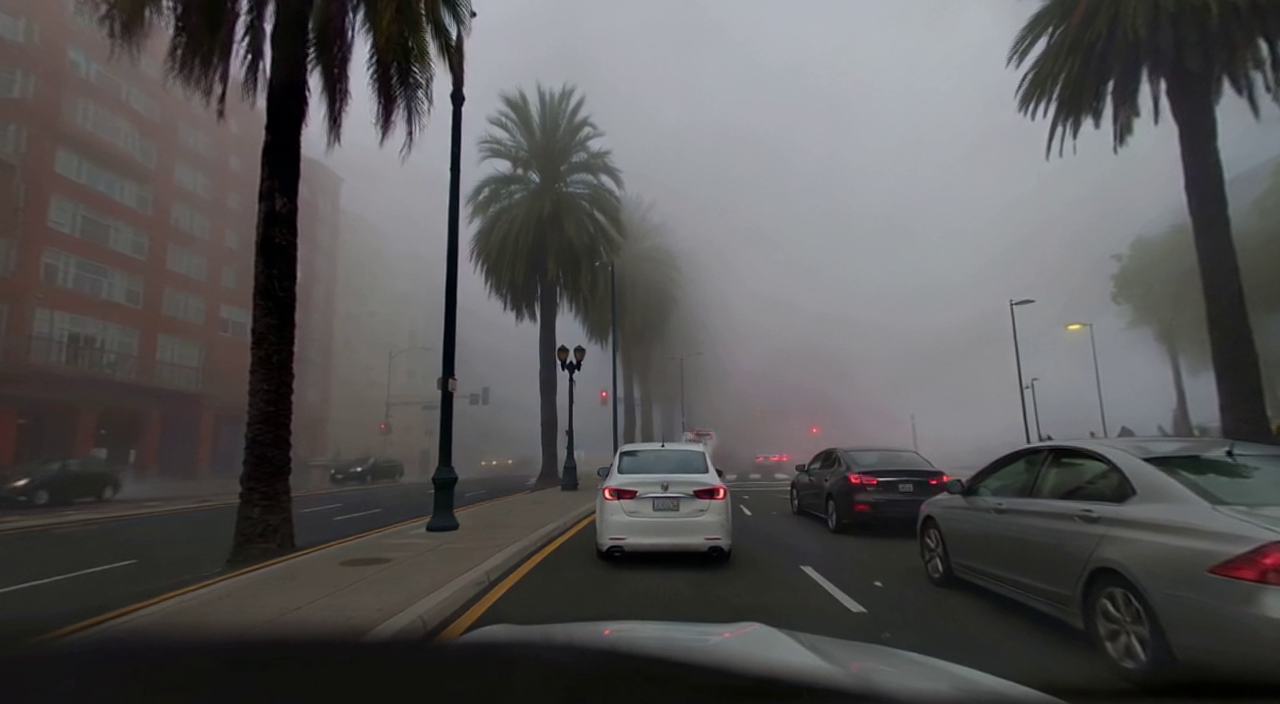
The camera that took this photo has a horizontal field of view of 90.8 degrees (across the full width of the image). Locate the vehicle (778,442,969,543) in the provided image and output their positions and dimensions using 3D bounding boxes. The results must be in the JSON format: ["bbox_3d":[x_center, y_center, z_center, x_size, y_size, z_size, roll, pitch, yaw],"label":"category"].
[{"bbox_3d":[3.968,2.434,11.663,1.920,1.490,4.417,0,-9,1],"label":"vehicle"}]

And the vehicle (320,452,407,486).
[{"bbox_3d":[-14.634,6.187,33.754,2.078,1.662,4.436,-2,-9,9],"label":"vehicle"}]

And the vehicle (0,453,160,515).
[{"bbox_3d":[-16.831,3.821,18.721,1.801,1.563,4.015,-1,-9,6],"label":"vehicle"}]

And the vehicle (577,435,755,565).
[{"bbox_3d":[0.367,2.020,9.314,2.078,1.503,3.681,-1,-9,2],"label":"vehicle"}]

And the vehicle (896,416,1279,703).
[{"bbox_3d":[3.645,1.290,4.500,1.913,1.469,4.425,-1,-9,2],"label":"vehicle"}]
